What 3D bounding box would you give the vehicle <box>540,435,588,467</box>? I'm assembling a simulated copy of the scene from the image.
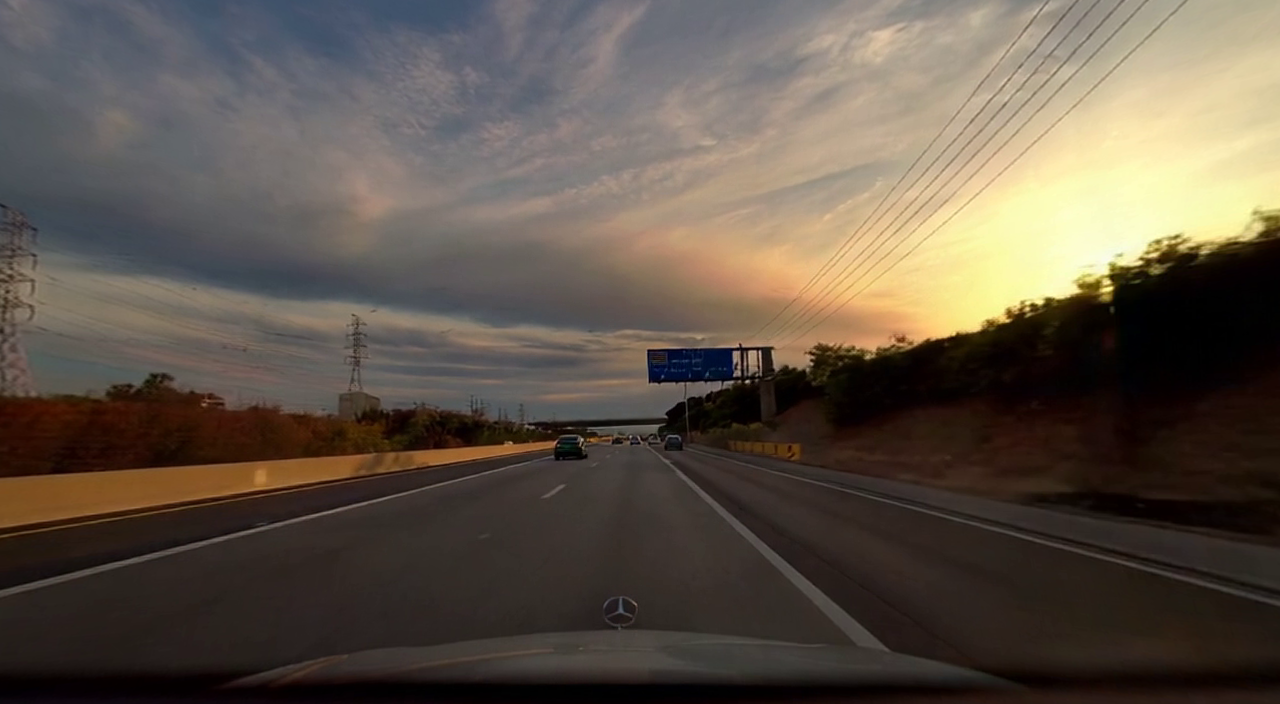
[{"bbox_3d":[-3.969,5.270,33.694,2.016,1.543,4.870,0,-8,0],"label":"vehicle"}]
